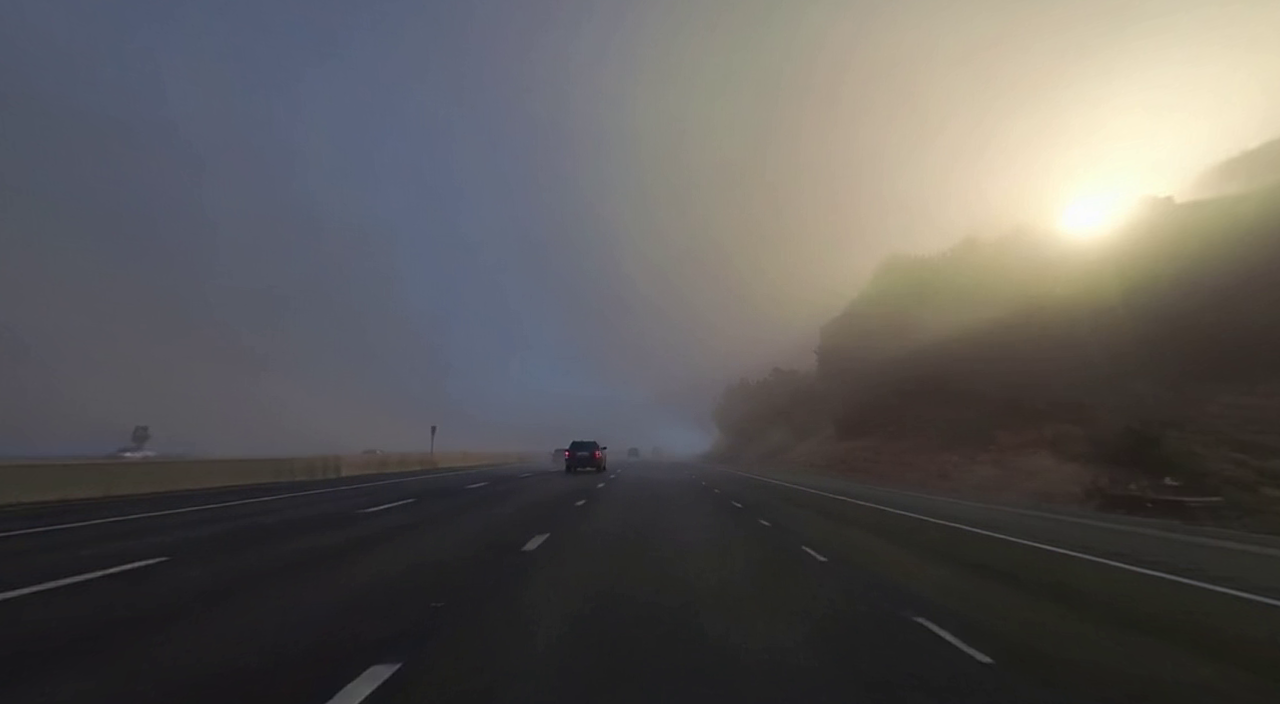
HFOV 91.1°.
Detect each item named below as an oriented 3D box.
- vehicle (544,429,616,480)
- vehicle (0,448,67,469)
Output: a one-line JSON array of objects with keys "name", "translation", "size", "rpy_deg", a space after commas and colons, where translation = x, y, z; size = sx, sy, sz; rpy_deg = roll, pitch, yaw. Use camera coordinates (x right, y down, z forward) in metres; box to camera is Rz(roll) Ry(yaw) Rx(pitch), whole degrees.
[{"name": "vehicle", "translation": [-2.371, 4.275, 26.382], "size": [2.413, 1.896, 5.218], "rpy_deg": [0, -8, 1]}, {"name": "vehicle", "translation": [-46.176, 8.015, 47.371], "size": [1.798, 1.481, 4.117], "rpy_deg": [0, -8, 2]}]
